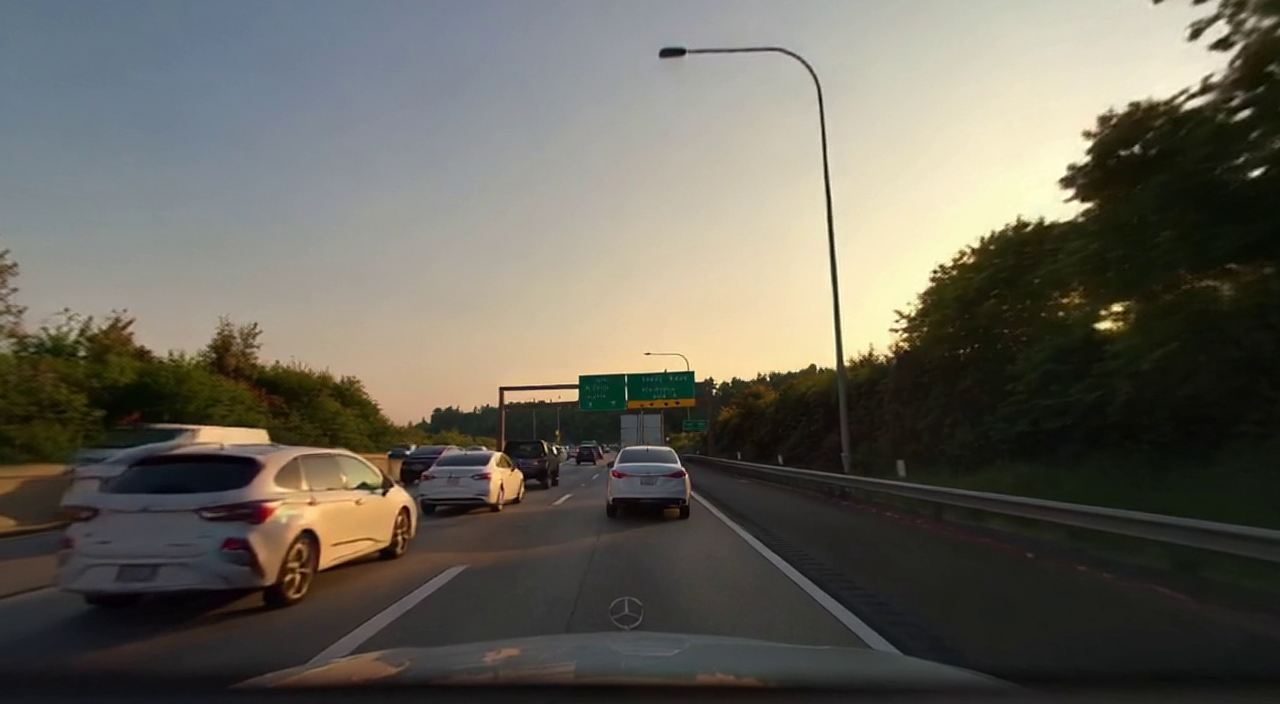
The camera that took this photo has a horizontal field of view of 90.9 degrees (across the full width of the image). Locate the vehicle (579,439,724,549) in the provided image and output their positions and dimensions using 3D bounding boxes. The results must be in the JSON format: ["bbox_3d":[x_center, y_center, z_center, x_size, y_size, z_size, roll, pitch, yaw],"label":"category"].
[{"bbox_3d":[0.161,2.229,10.448,1.995,1.495,3.380,0,-9,0],"label":"vehicle"}]

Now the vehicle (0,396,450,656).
[{"bbox_3d":[-3.642,1.443,6.237,2.165,1.638,4.317,0,-9,0],"label":"vehicle"}]

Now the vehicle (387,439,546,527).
[{"bbox_3d":[-3.308,2.602,13.049,1.980,1.491,4.340,0,-9,1],"label":"vehicle"}]
